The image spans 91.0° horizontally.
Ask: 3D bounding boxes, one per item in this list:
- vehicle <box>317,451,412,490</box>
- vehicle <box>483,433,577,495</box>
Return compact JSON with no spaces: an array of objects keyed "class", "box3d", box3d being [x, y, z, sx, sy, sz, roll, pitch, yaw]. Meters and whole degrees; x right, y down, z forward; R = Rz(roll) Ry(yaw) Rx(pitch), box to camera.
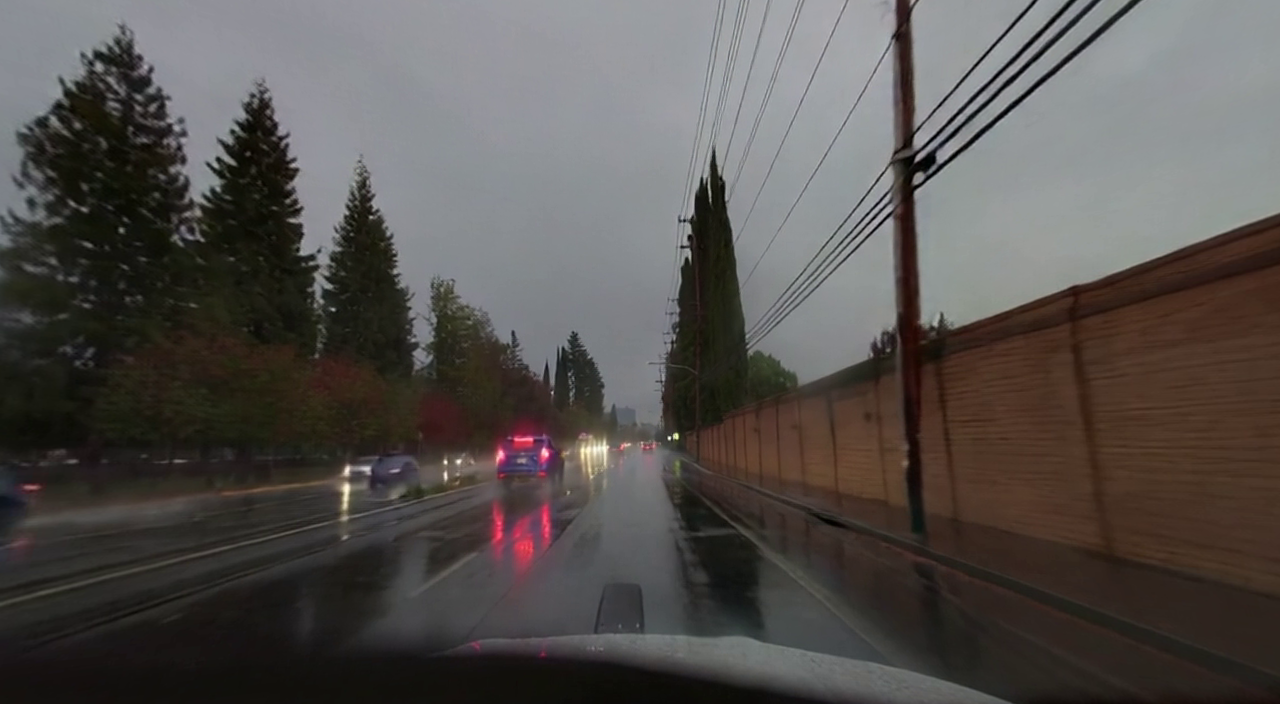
[{"class":"vehicle","box3d":[-12.007,5.164,27.828,1.988,1.494,4.693,0,-8,1]},{"class":"vehicle","box3d":[-3.356,3.516,20.198,2.147,1.730,4.555,0,-8,1]}]
